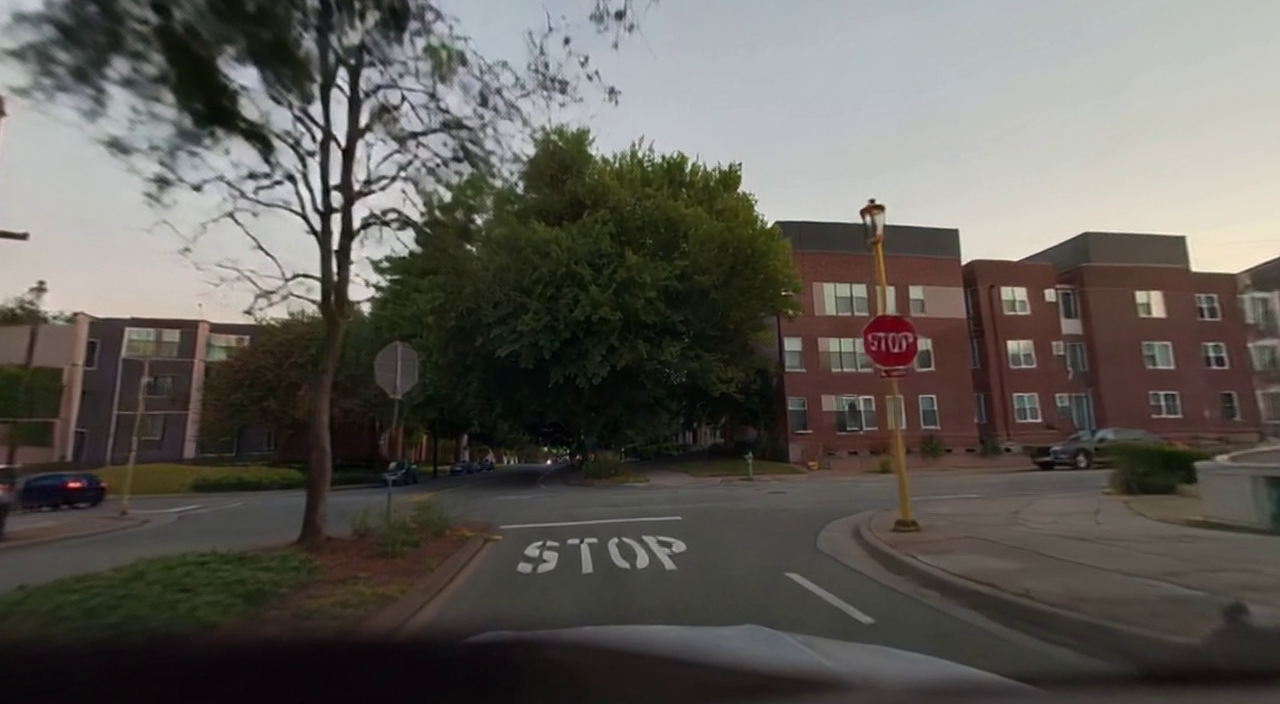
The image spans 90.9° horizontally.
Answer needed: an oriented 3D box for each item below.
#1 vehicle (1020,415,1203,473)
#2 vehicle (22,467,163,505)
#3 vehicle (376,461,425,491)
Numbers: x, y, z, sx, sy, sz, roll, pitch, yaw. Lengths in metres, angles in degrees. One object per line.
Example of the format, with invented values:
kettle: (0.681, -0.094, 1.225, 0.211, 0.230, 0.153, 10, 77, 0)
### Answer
vehicle: (18.273, 3.631, 24.680, 5.213, 1.850, 2.126, -4, -10, 3)
vehicle: (-24.162, 5.932, 27.919, 4.654, 1.503, 1.951, -2, -9, 6)
vehicle: (-13.978, 7.232, 36.972, 2.027, 1.475, 4.522, 2, -9, -13)
